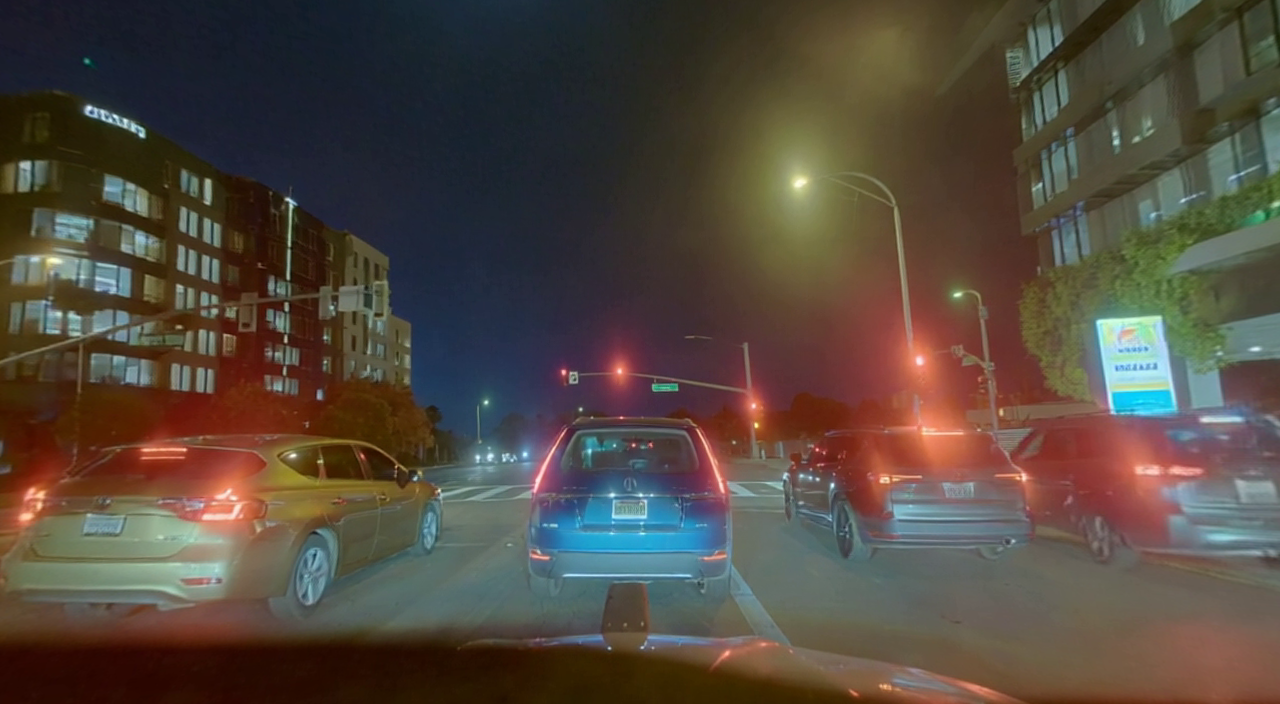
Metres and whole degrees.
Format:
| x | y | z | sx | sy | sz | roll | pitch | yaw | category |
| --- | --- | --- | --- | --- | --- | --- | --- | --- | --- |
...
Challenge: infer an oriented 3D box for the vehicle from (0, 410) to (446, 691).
| x | y | z | sx | sy | sz | roll | pitch | yaw | category |
| --- | --- | --- | --- | --- | --- | --- | --- | --- | --- |
| -3.544 | 1.425 | 5.820 | 1.906 | 1.524 | 4.547 | 0 | -8 | 2 | vehicle |

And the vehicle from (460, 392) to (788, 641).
| x | y | z | sx | sy | sz | roll | pitch | yaw | category |
| --- | --- | --- | --- | --- | --- | --- | --- | --- | --- |
| -0.121 | 1.421 | 6.446 | 2.195 | 1.662 | 4.262 | 0 | -8 | 0 | vehicle |

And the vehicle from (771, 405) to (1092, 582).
| x | y | z | sx | sy | sz | roll | pitch | yaw | category |
| --- | --- | --- | --- | --- | --- | --- | --- | --- | --- |
| 3.216 | 1.664 | 8.256 | 2.004 | 1.646 | 4.554 | 0 | -8 | 0 | vehicle |

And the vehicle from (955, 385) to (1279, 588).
| x | y | z | sx | sy | sz | roll | pitch | yaw | category |
| --- | --- | --- | --- | --- | --- | --- | --- | --- | --- |
| 6.041 | 1.544 | 8.031 | 2.081 | 1.790 | 4.839 | -1 | -9 | 8 | vehicle |
